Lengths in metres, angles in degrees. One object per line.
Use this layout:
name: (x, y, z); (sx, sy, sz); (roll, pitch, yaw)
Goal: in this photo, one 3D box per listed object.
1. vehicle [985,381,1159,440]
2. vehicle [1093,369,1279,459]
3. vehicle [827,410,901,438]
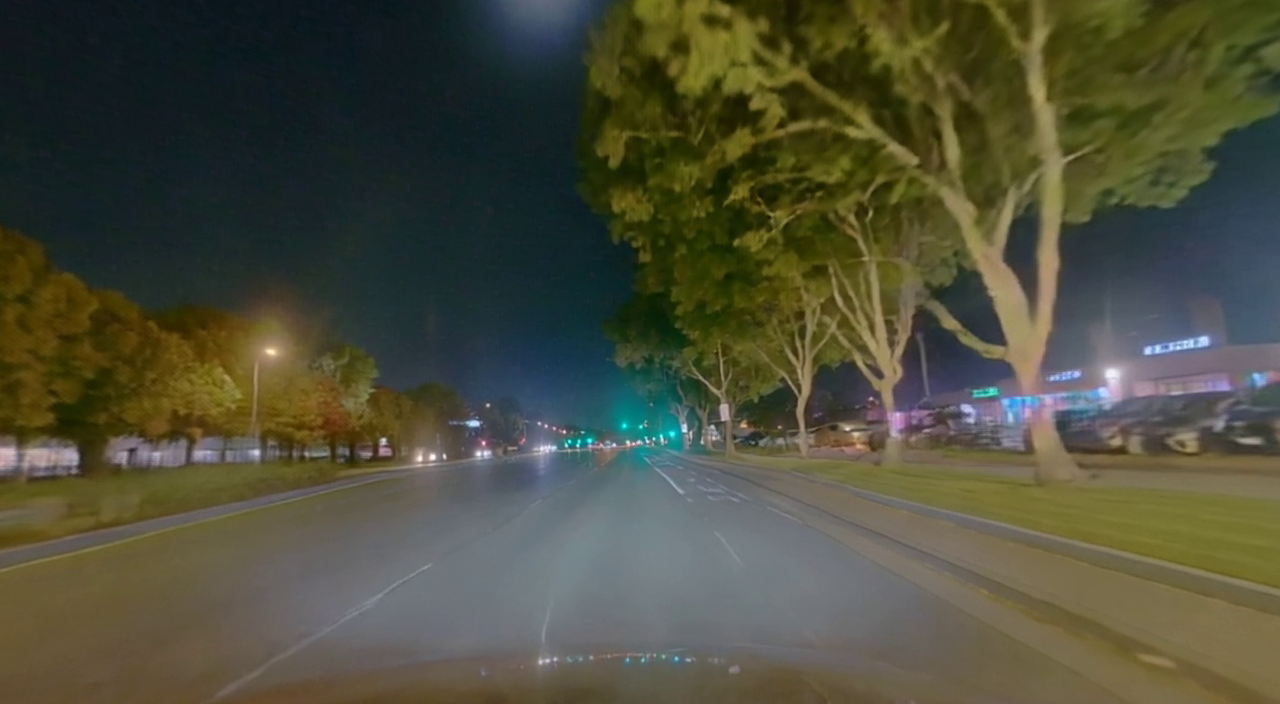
vehicle: (12.921, 1.793, 19.005); (3.982, 1.652, 1.747); (0, -8, -5)
vehicle: (12.304, 1.314, 13.683); (3.539, 1.473, 1.627); (-7, -6, -2)
vehicle: (13.518, 4.403, 38.182); (3.756, 1.580, 1.886); (-1, -8, 3)
